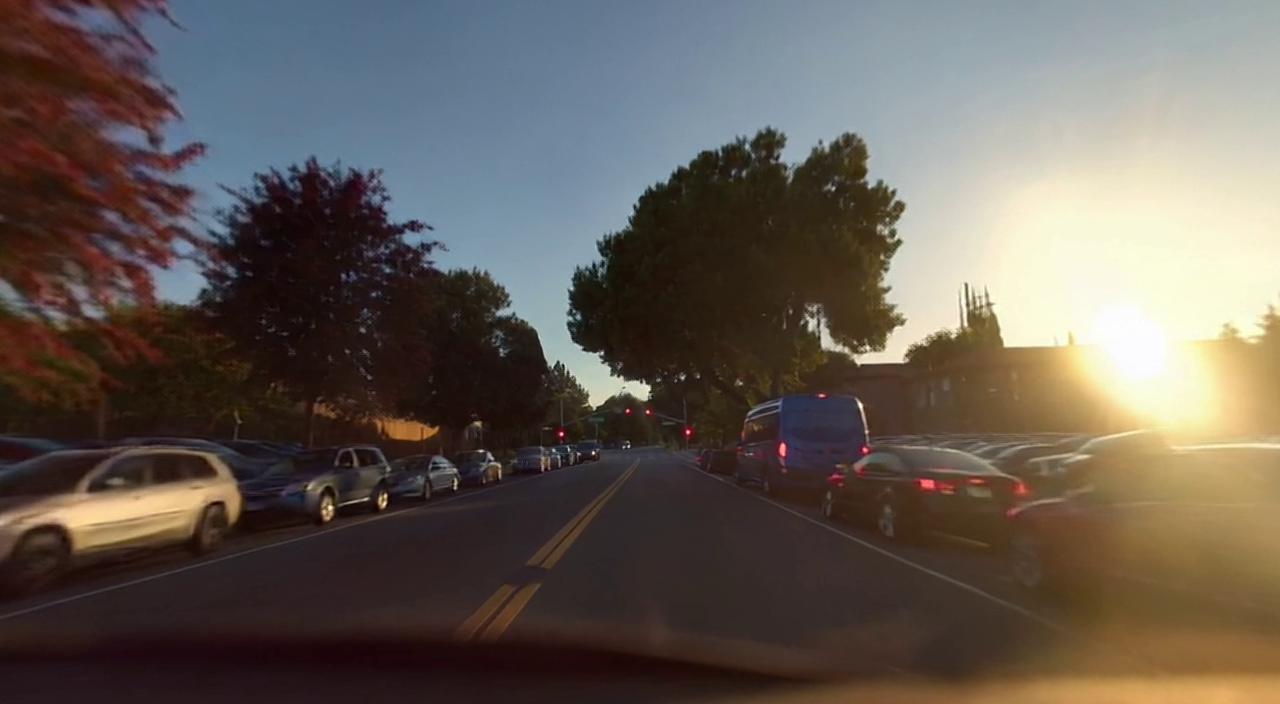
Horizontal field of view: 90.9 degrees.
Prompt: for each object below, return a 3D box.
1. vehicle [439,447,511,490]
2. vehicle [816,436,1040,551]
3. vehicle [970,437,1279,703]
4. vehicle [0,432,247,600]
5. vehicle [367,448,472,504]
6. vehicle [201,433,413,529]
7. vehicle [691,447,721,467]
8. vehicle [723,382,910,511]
[{"bbox_3d":[-6.695,4.739,25.976,1.832,1.439,4.337,-2,-7,-1],"label":"vehicle"},{"bbox_3d":[4.426,2.192,10.536,1.764,1.494,4.248,0,-8,1],"label":"vehicle"},{"bbox_3d":[4.352,1.281,4.066,1.762,1.444,4.906,0,-8,0],"label":"vehicle"},{"bbox_3d":[-7.111,1.829,7.737,1.874,1.607,4.174,-1,-8,0],"label":"vehicle"},{"bbox_3d":[-6.904,3.885,20.251,1.718,1.435,4.370,-3,-8,2],"label":"vehicle"},{"bbox_3d":[-7.049,2.741,14.138,1.984,1.745,4.866,-1,-8,2],"label":"vehicle"},{"bbox_3d":[4.978,7.929,47.871,1.849,1.415,4.181,0,-8,1],"label":"vehicle"},{"bbox_3d":[4.441,2.627,17.732,3.089,2.882,6.770,0,-9,-1],"label":"vehicle"}]
